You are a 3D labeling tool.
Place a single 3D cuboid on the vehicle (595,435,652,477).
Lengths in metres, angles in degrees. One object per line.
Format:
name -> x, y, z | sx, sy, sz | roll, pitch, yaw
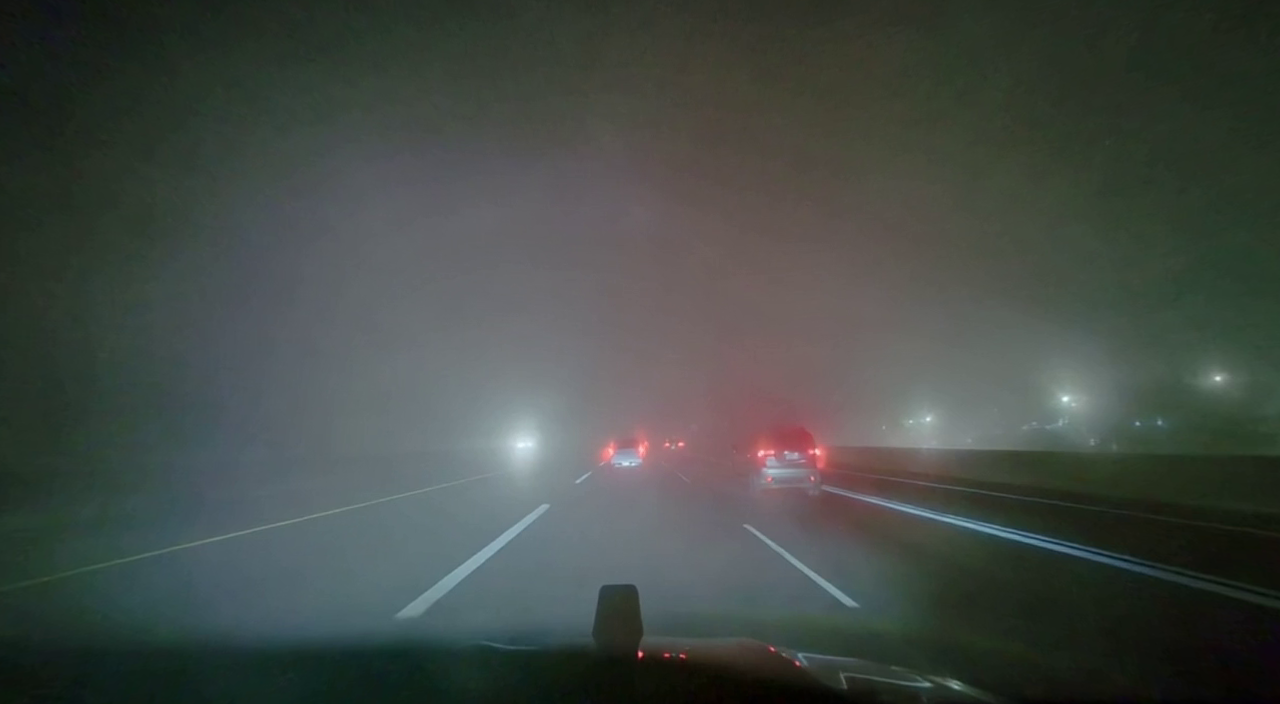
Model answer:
vehicle -> -0.657, 4.253, 25.885 | 2.147, 1.576, 3.964 | 0, -8, -1
